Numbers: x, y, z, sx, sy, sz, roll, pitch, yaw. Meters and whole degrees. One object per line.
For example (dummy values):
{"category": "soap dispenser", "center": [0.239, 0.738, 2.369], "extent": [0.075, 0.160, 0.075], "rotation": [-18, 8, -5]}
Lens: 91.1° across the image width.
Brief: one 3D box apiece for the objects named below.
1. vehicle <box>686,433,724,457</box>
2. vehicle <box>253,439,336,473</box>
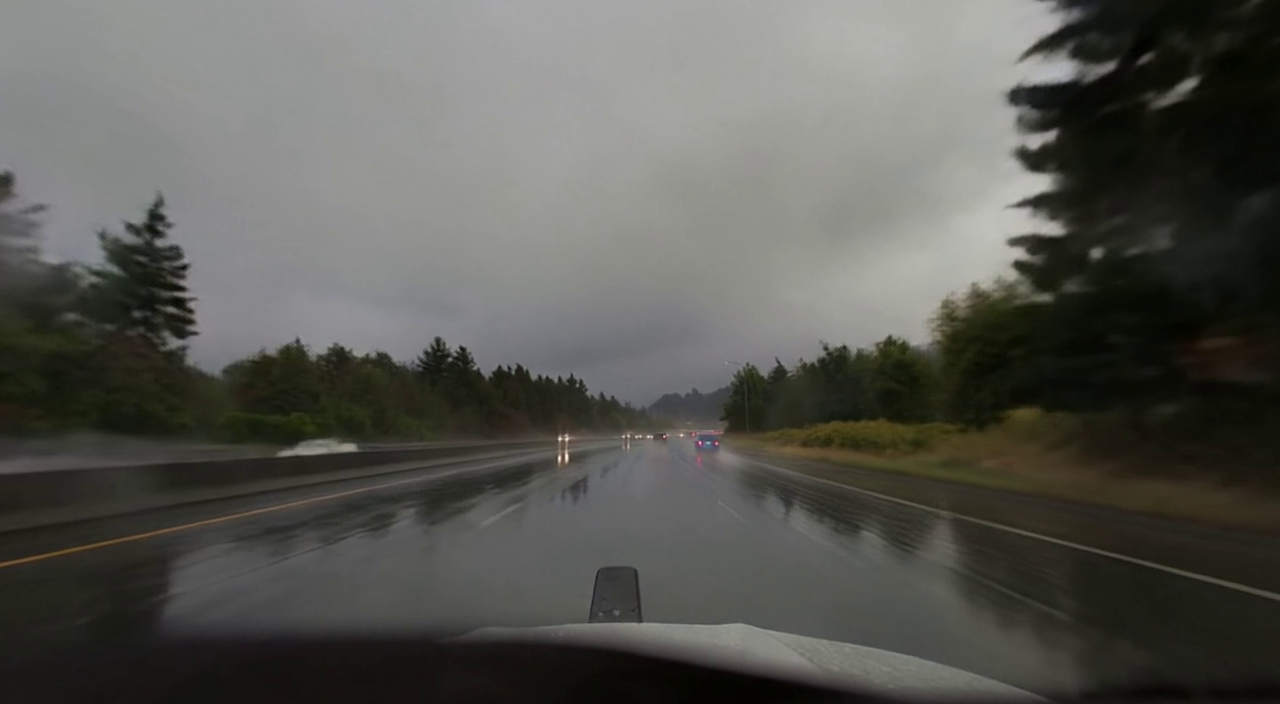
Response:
{"category": "vehicle", "center": [4.126, 5.985, 40.572], "extent": [1.982, 1.452, 4.294], "rotation": [0, -8, 0]}
{"category": "vehicle", "center": [-16.305, 4.875, 29.889], "extent": [1.772, 1.478, 3.750], "rotation": [0, -8, 0]}
